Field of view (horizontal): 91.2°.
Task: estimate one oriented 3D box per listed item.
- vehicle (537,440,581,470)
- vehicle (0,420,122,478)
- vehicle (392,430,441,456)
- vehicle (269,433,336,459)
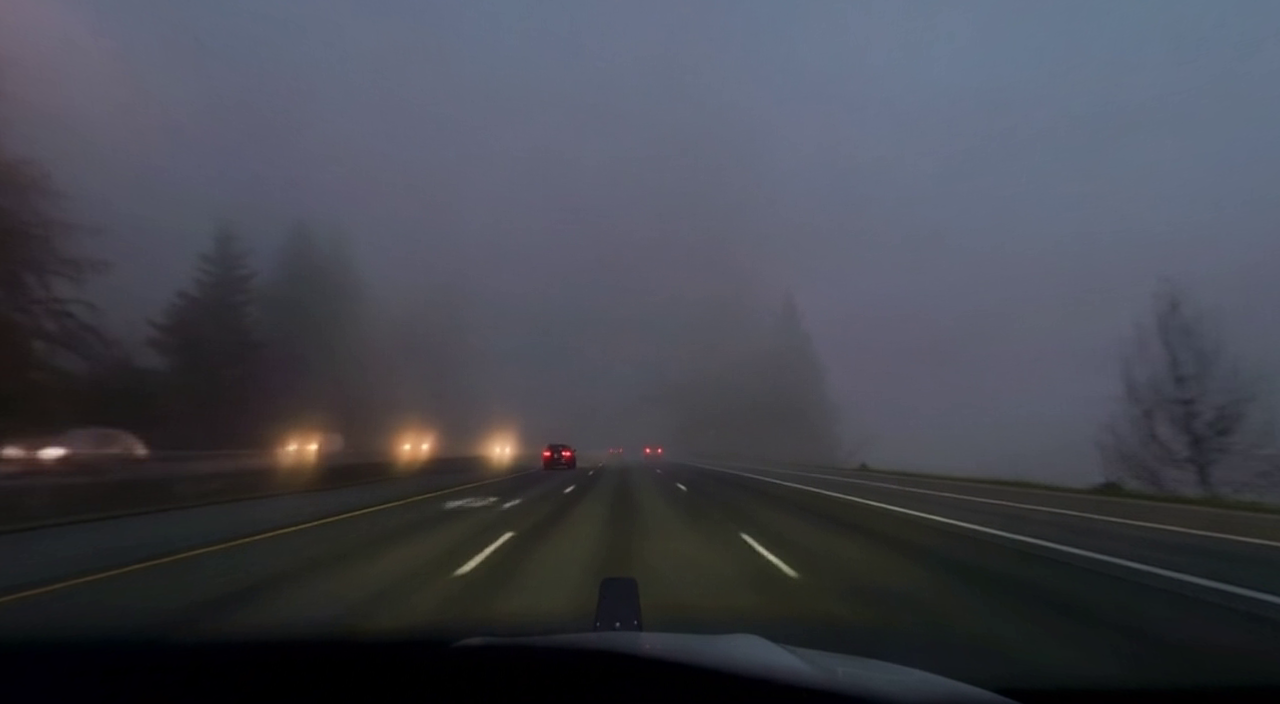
[{"bbox_3d":[-4.613,5.906,36.178,2.071,1.615,3.868,0,-9,-1],"label":"vehicle"},{"bbox_3d":[-17.505,2.805,18.125,1.759,1.489,3.855,0,-9,-1],"label":"vehicle"},{"bbox_3d":[-17.595,7.254,49.637,2.070,1.906,5.188,0,-9,-1],"label":"vehicle"},{"bbox_3d":[-21.687,6.107,40.497,1.872,1.579,4.500,0,-9,-1],"label":"vehicle"}]
